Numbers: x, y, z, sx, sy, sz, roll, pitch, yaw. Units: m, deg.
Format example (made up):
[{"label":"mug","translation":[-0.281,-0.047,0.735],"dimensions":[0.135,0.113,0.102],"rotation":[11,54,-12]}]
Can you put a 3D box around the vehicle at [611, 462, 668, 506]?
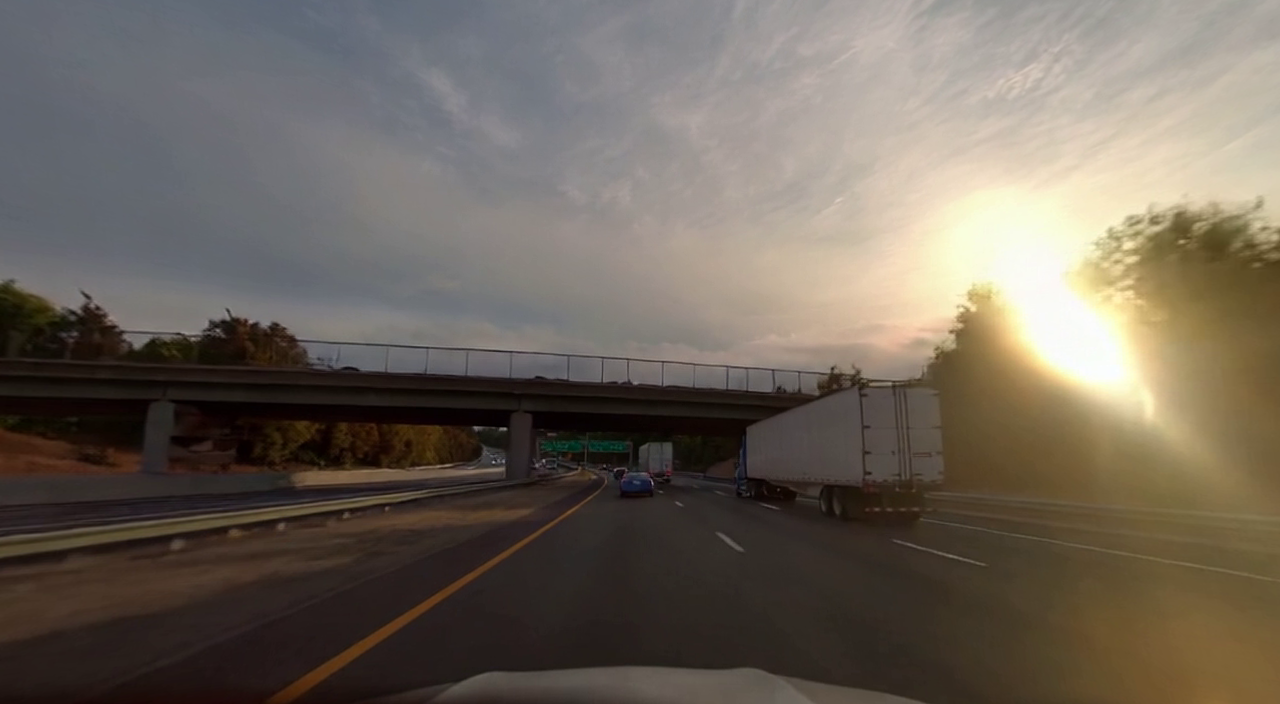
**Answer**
[{"label":"vehicle","translation":[-0.032,5.199,24.977],"dimensions":[2.067,1.552,3.601],"rotation":[1,-11,0]}]

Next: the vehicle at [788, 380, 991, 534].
[{"label":"vehicle","translation":[7.011,3.279,19.455],"dimensions":[2.839,3.684,8.091],"rotation":[1,-11,-1]}]
